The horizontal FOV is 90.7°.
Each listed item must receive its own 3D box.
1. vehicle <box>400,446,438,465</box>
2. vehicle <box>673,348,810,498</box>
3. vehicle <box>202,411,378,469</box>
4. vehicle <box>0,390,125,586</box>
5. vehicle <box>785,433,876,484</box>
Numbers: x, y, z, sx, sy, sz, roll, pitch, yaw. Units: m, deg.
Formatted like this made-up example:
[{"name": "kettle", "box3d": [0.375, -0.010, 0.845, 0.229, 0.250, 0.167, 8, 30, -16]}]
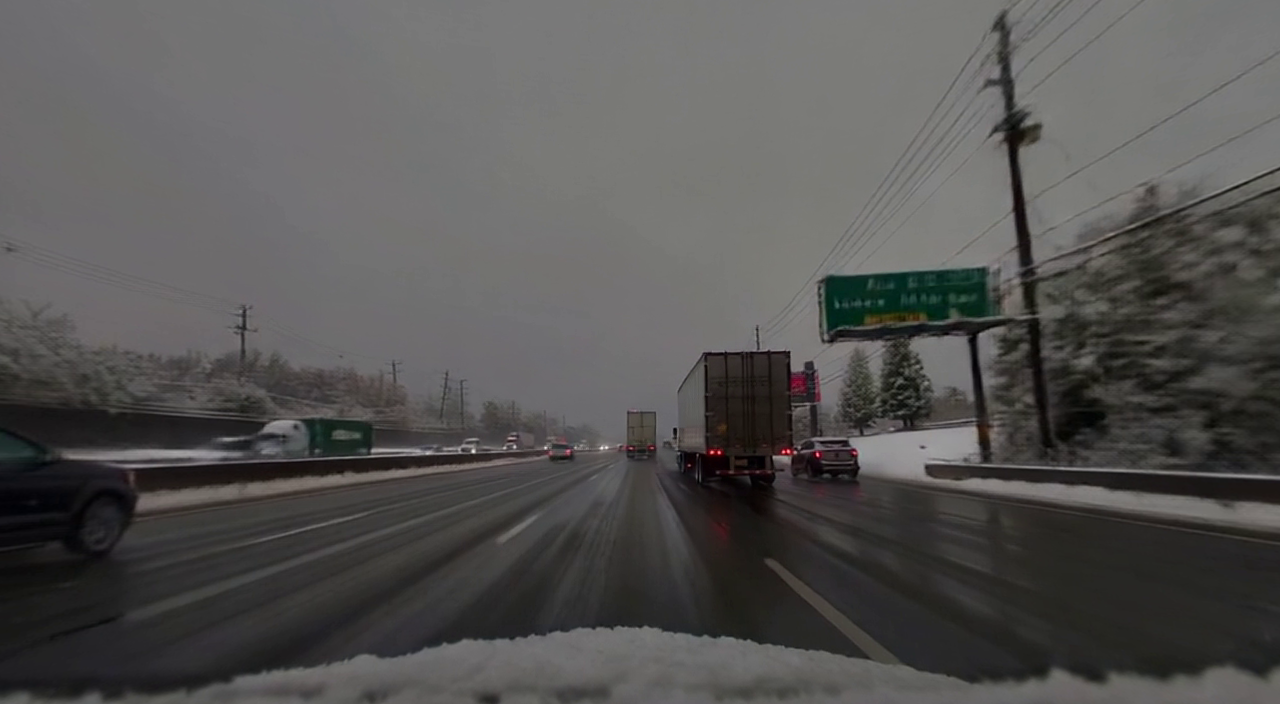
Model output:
[{"name": "vehicle", "box3d": [-16.739, 7.873, 48.158, 1.499, 1.359, 3.461, -1, -9, 3]}, {"name": "vehicle", "box3d": [3.229, 3.184, 25.809, 2.892, 4.152, 16.575, 0, -9, 0]}, {"name": "vehicle", "box3d": [-24.720, 6.646, 46.979, 2.979, 3.485, 17.978, 0, -9, 0]}, {"name": "vehicle", "box3d": [-7.108, 1.151, 5.038, 2.004, 1.846, 4.739, 0, -9, -1]}, {"name": "vehicle", "box3d": [7.471, 4.216, 25.363, 2.115, 1.844, 4.522, 0, -9, -1]}]
